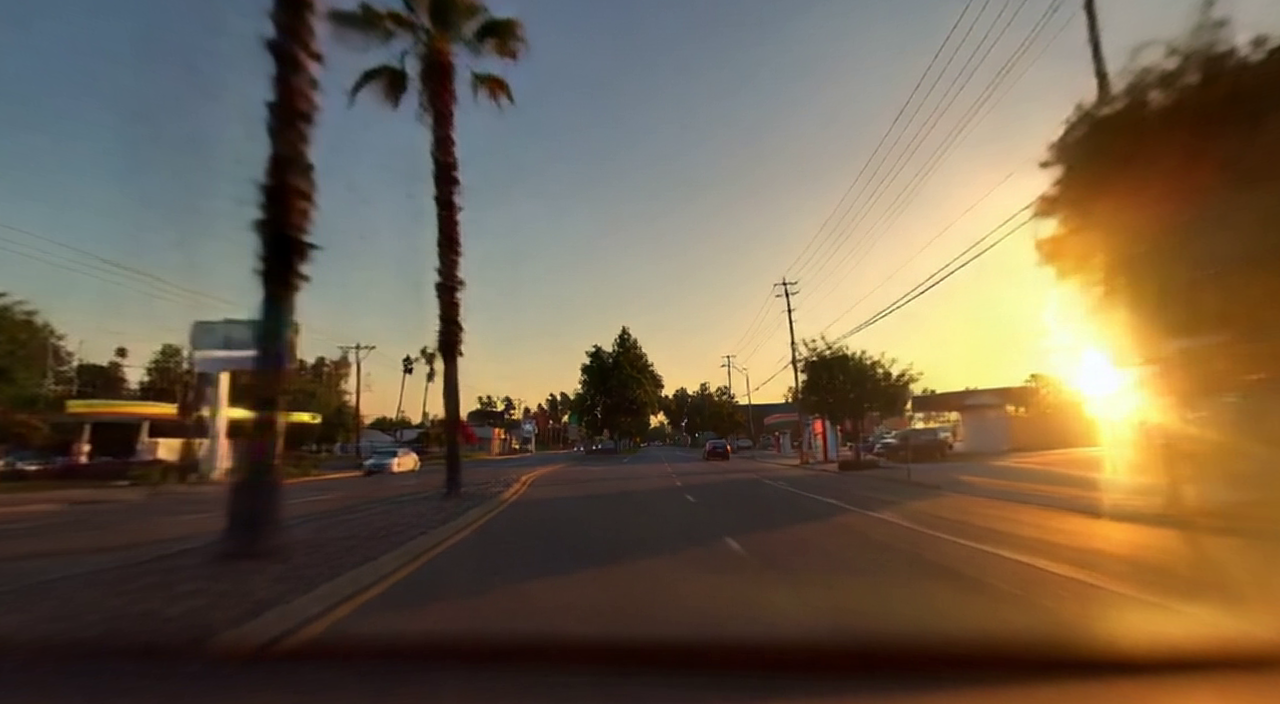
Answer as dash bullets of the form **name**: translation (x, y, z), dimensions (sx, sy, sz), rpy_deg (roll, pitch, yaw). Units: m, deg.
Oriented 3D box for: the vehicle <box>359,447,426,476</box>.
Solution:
- **vehicle**: translation (-14.023, 6.209, 36.125), dimensions (1.924, 1.528, 4.416), rpy_deg (0, -8, 1)
